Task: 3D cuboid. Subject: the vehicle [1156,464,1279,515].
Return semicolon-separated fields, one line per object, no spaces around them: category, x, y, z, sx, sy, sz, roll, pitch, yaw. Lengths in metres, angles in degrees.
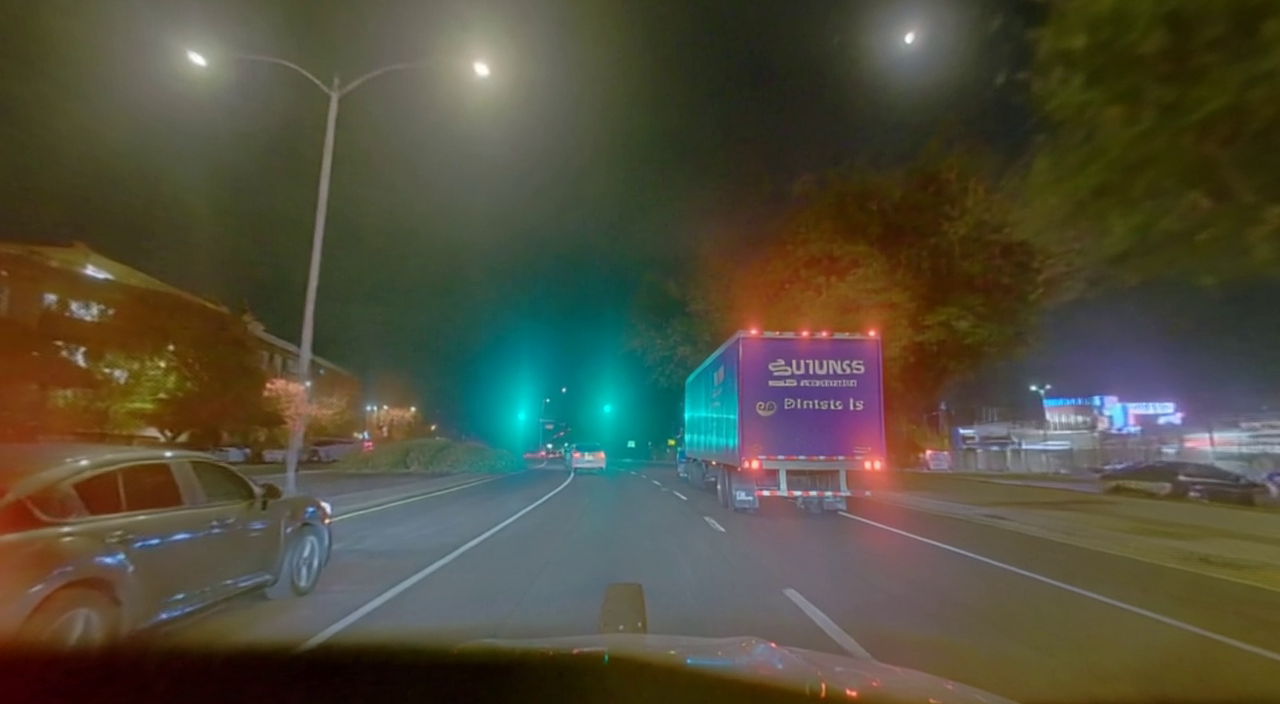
vehicle;20.811;4.723;21.907;4.684;1.477;2.079;3;-9;-20

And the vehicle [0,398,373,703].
vehicle;-3.611;1.177;4.072;1.828;1.515;4.422;0;-9;0

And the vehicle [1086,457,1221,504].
vehicle;19.982;4.923;24.428;4.581;1.612;2.083;4;-9;-24

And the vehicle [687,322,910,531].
vehicle;3.061;1.889;15.235;2.905;3.644;8.441;0;-9;-2

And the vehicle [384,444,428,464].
vehicle;-17.930;7.819;48.297;2.015;1.465;4.723;1;-9;-5

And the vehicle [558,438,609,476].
vehicle;-2.995;5.426;32.597;2.388;1.811;4.455;1;-9;-8

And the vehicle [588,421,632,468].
vehicle;-2.380;6.902;46.693;2.837;3.142;7.371;2;-9;-5
